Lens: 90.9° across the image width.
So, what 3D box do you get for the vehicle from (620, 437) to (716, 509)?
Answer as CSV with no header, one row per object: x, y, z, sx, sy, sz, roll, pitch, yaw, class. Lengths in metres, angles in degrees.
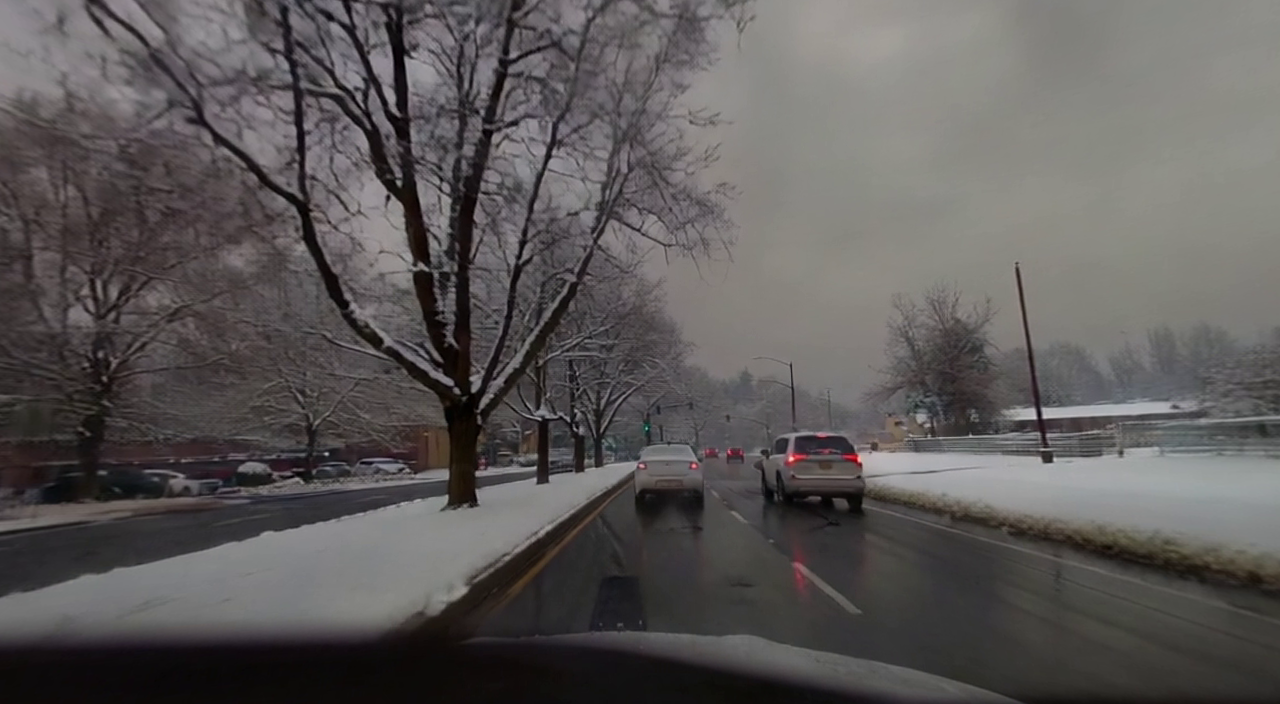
0.701,3.033,16.332,2.154,1.585,3.997,-1,-8,2,vehicle

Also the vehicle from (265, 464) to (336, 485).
-26.018,9.410,48.398,4.366,1.486,2.072,-1,-8,6,vehicle

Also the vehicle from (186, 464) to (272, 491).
-26.693,8.153,40.980,4.434,1.582,1.946,-2,-8,9,vehicle

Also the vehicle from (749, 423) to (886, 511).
4.193,2.811,15.980,1.953,1.818,5.299,0,-8,0,vehicle

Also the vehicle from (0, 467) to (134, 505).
-27.604,6.424,30.307,4.951,1.618,1.952,-1,-8,2,vehicle
